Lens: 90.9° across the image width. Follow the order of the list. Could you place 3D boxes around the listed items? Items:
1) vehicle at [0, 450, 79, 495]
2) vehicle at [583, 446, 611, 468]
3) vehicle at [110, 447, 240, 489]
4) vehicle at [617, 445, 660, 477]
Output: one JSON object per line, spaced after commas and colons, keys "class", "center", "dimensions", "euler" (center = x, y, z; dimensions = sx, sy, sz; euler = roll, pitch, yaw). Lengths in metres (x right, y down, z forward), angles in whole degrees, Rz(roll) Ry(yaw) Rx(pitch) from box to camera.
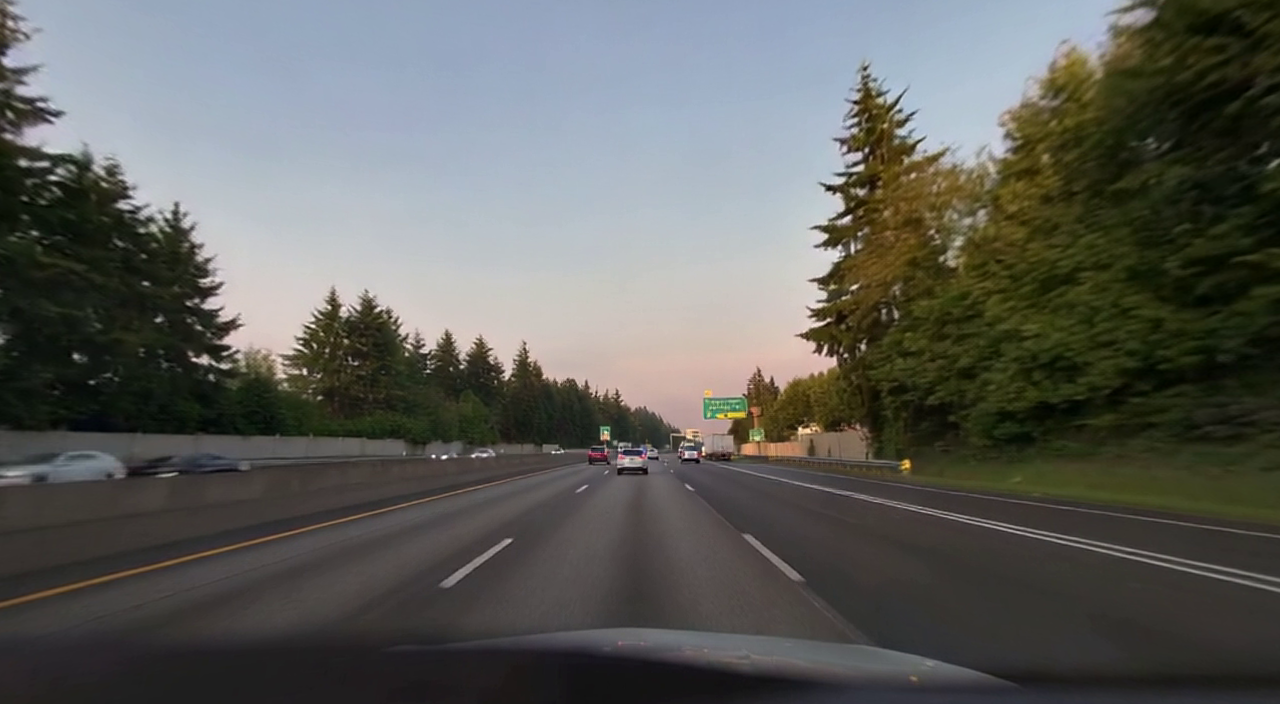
{"class": "vehicle", "center": [-21.469, 4.027, 21.164], "dimensions": [1.760, 1.408, 3.672], "euler": [-1, -9, 2]}
{"class": "vehicle", "center": [-3.234, 7.964, 47.996], "dimensions": [1.874, 1.555, 3.487], "euler": [0, -9, 0]}
{"class": "vehicle", "center": [-17.635, 4.385, 24.180], "dimensions": [1.816, 1.444, 3.962], "euler": [-1, -9, 2]}
{"class": "vehicle", "center": [-0.069, 5.453, 31.713], "dimensions": [2.035, 1.513, 4.272], "euler": [0, -9, 0]}
